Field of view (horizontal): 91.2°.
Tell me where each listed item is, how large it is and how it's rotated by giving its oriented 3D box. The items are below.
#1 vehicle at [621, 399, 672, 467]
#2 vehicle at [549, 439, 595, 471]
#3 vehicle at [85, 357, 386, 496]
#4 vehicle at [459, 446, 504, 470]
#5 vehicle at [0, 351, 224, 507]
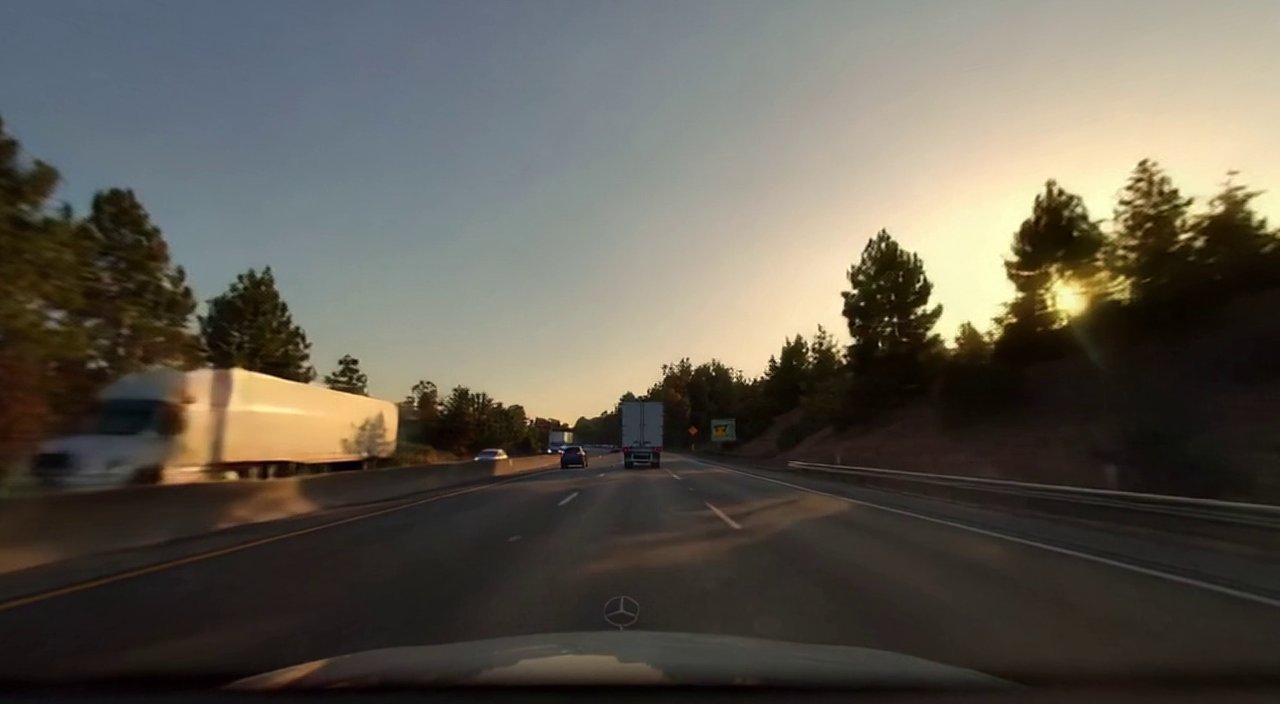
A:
[{"bbox_3d":[0.340,5.765,43.577,3.100,4.091,10.664,0,-9,0],"label":"vehicle"},{"bbox_3d":[-3.759,5.808,35.486,2.112,1.645,4.129,0,-9,0],"label":"vehicle"},{"bbox_3d":[-14.755,3.259,25.533,2.947,4.091,13.930,0,-9,0],"label":"vehicle"},{"bbox_3d":[-10.263,6.872,40.842,1.845,1.488,4.104,0,-9,1],"label":"vehicle"},{"bbox_3d":[-14.853,2.231,17.910,2.934,3.940,3.841,0,-9,1],"label":"vehicle"}]
